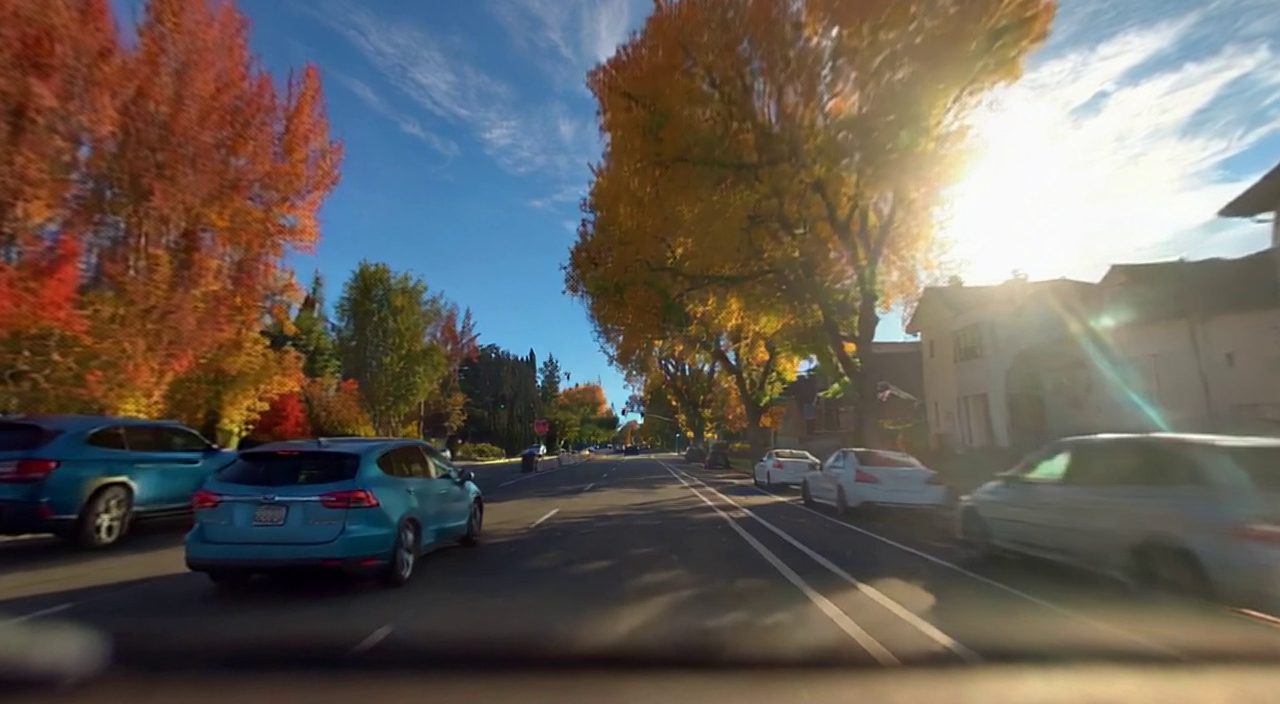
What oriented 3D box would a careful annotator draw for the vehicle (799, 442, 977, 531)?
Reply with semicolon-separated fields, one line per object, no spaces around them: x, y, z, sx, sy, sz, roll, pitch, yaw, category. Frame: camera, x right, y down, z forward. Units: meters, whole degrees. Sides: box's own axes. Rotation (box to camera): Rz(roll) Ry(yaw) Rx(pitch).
4.828;2.650;13.134;1.889;1.491;4.614;0;-9;1;vehicle

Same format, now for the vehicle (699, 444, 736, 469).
4.879;6.685;40.372;1.955;1.499;4.536;0;-9;2;vehicle

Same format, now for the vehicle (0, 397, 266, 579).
-7.147;1.592;8.003;2.034;1.711;4.512;1;-9;-1;vehicle

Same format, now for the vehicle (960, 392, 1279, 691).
4.687;1.296;4.925;2.014;1.700;4.369;1;-9;0;vehicle

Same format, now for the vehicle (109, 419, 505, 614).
-3.064;1.610;7.161;1.982;1.478;4.465;0;-9;1;vehicle
